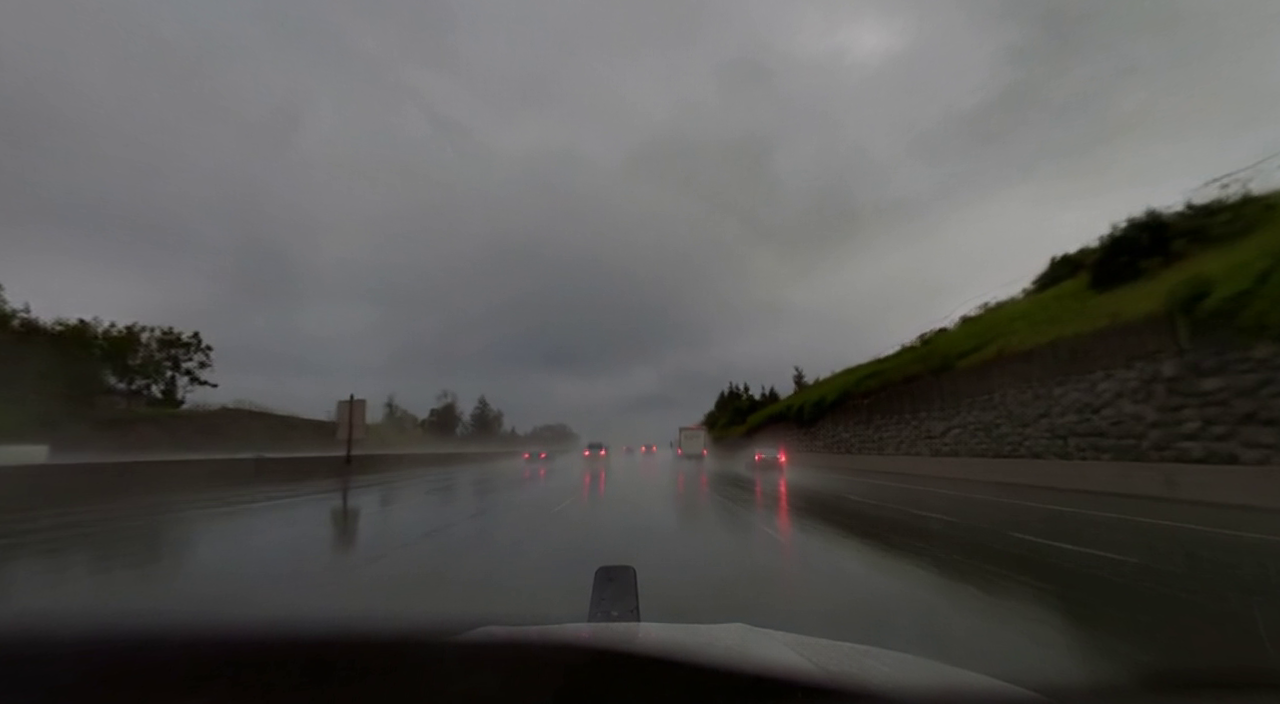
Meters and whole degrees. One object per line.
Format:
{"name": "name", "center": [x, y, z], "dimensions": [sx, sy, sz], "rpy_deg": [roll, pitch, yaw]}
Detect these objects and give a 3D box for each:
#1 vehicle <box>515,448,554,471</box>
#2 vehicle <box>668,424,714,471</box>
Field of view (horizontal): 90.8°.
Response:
{"name": "vehicle", "center": [-7.620, 7.807, 46.049], "dimensions": [2.102, 1.522, 4.394], "rpy_deg": [0, -8, 0]}
{"name": "vehicle", "center": [3.689, 7.162, 47.502], "dimensions": [2.795, 3.187, 7.205], "rpy_deg": [0, -8, 0]}
